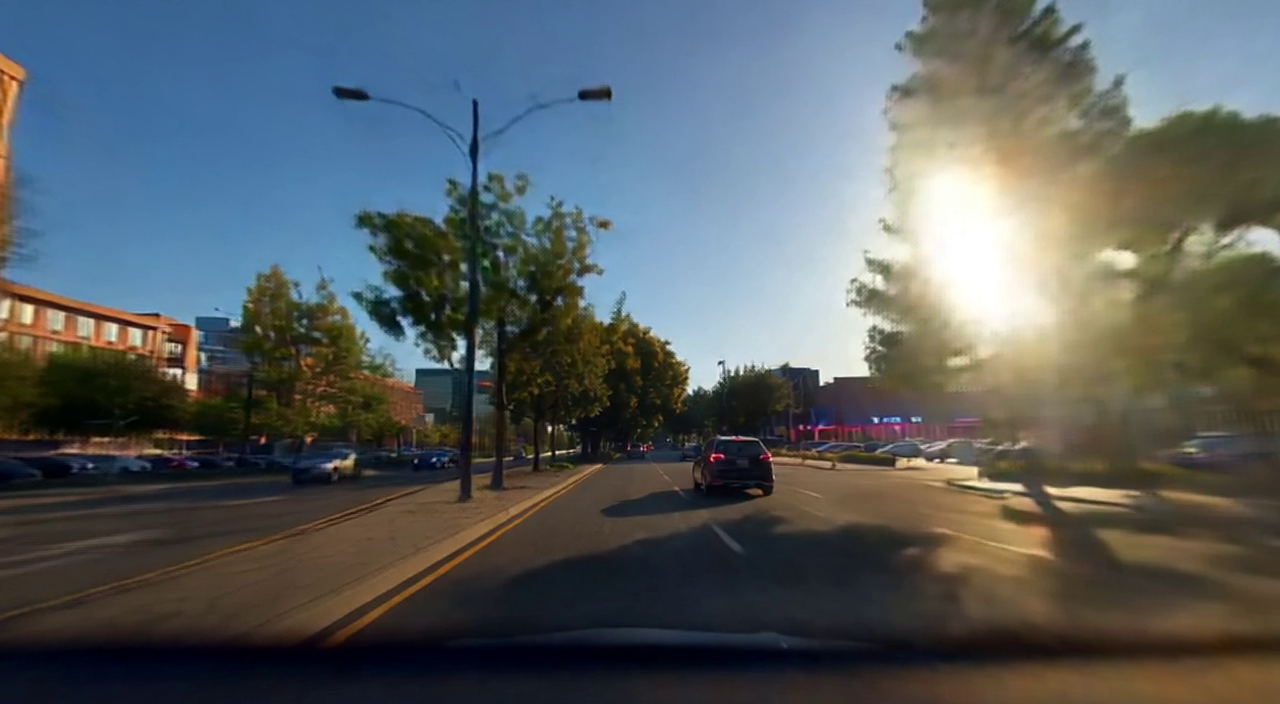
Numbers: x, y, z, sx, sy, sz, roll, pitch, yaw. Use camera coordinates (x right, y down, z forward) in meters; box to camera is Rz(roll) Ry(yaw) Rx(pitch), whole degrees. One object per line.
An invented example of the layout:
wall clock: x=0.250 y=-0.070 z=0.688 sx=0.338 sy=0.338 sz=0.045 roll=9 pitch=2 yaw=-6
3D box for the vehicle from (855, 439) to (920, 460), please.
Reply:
vehicle: x=19.486 y=7.659 z=49.827 sx=4.227 sy=1.567 sz=2.034 roll=0 pitch=-8 yaw=0

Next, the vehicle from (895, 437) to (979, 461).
vehicle: x=19.599 y=6.404 z=41.856 sx=4.584 sy=1.503 sz=1.942 roll=0 pitch=-8 yaw=0

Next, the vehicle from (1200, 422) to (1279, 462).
vehicle: x=32.195 y=4.618 z=32.339 sx=4.867 sy=1.962 sz=2.172 roll=0 pitch=-8 yaw=1

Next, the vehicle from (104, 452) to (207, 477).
vehicle: x=-29.979 y=6.960 z=39.194 sx=4.671 sy=1.472 sz=2.076 roll=0 pitch=-8 yaw=2

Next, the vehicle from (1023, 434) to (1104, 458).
vehicle: x=32.515 y=7.240 z=48.568 sx=4.671 sy=1.618 sz=1.998 roll=-2 pitch=-8 yaw=0

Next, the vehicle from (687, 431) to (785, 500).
vehicle: x=2.507 y=3.100 z=17.642 sx=1.963 sy=1.677 sz=4.229 roll=0 pitch=-8 yaw=-2
